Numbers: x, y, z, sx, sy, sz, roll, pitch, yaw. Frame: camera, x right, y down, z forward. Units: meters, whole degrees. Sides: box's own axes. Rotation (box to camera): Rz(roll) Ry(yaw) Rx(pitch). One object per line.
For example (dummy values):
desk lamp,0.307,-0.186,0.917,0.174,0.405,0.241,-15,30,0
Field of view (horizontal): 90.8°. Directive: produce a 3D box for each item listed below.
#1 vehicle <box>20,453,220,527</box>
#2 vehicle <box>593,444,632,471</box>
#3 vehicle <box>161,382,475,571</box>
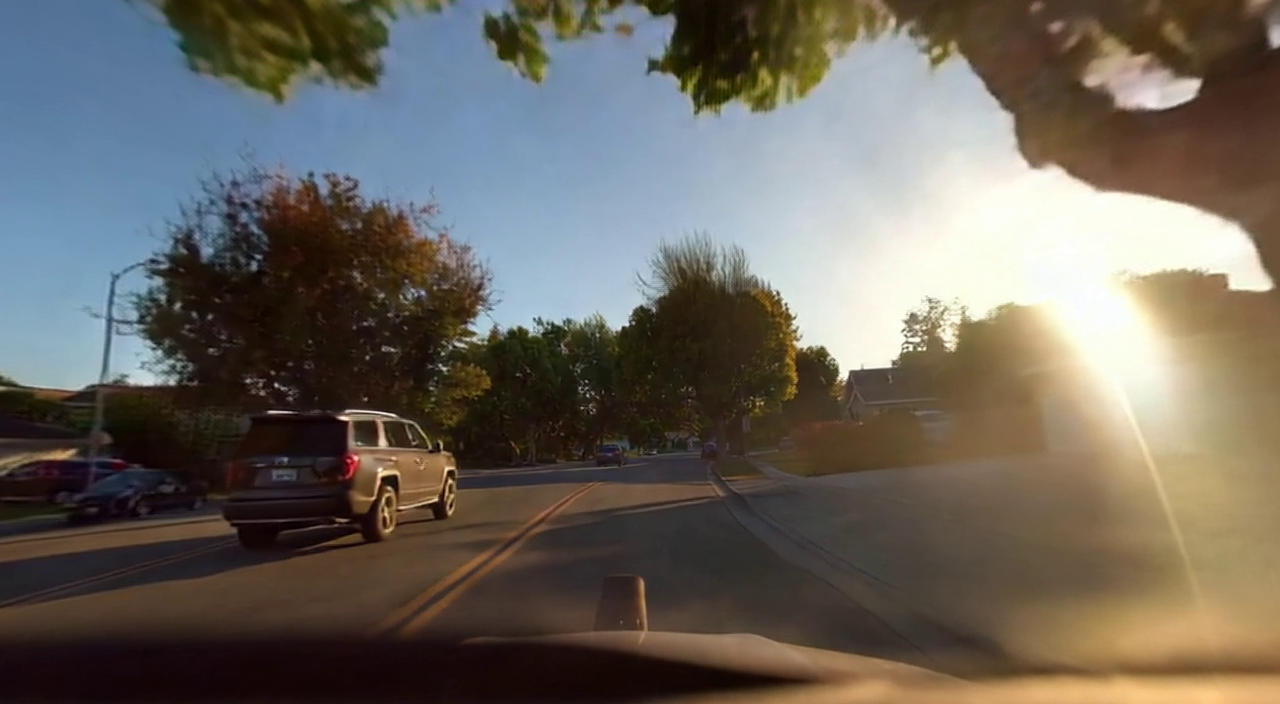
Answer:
vehicle,-15.716,4.128,19.543,2.029,1.887,4.668,-1,-8,3
vehicle,-1.811,7.141,42.922,2.001,1.664,4.174,-1,-9,7
vehicle,-4.260,1.761,9.667,2.085,2.084,5.133,0,-9,0
